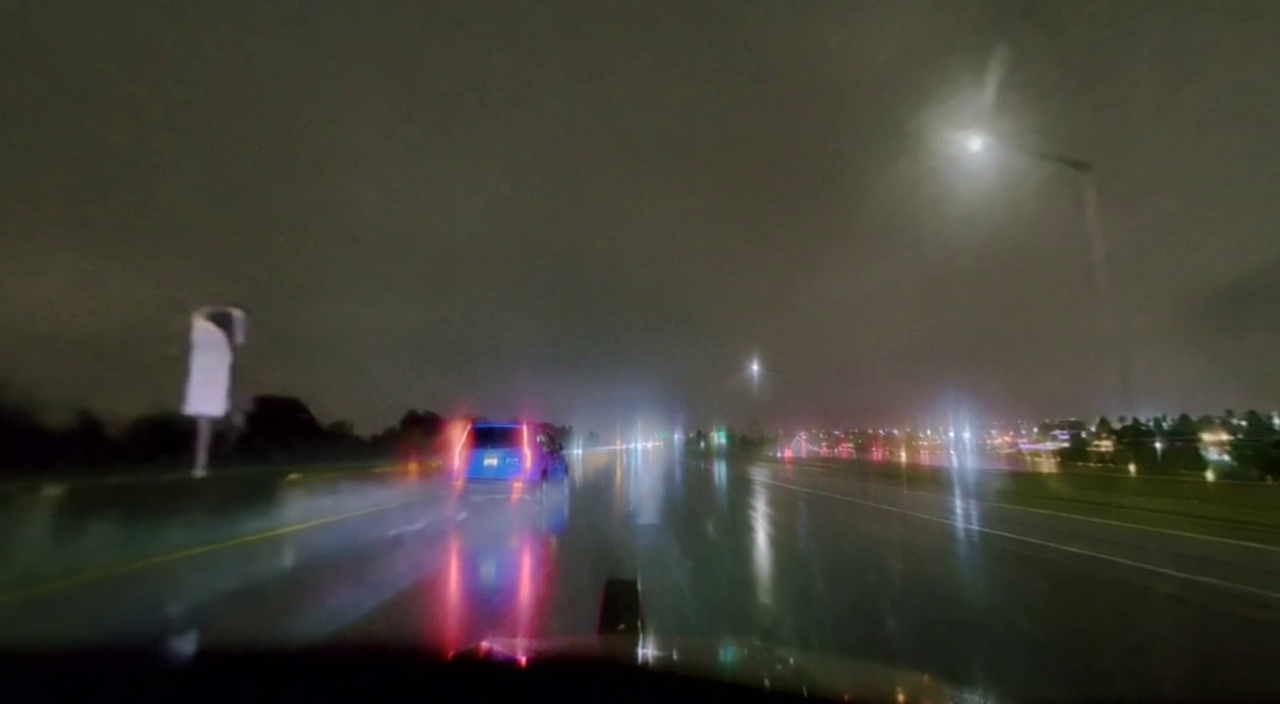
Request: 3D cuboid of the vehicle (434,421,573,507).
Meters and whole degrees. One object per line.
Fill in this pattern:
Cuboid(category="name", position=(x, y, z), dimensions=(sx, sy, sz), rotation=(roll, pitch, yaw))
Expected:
Cuboid(category="vehicle", position=(-3.433, 2.992, 17.315), dimensions=(2.431, 1.928, 5.760), rotation=(0, -9, 1))
